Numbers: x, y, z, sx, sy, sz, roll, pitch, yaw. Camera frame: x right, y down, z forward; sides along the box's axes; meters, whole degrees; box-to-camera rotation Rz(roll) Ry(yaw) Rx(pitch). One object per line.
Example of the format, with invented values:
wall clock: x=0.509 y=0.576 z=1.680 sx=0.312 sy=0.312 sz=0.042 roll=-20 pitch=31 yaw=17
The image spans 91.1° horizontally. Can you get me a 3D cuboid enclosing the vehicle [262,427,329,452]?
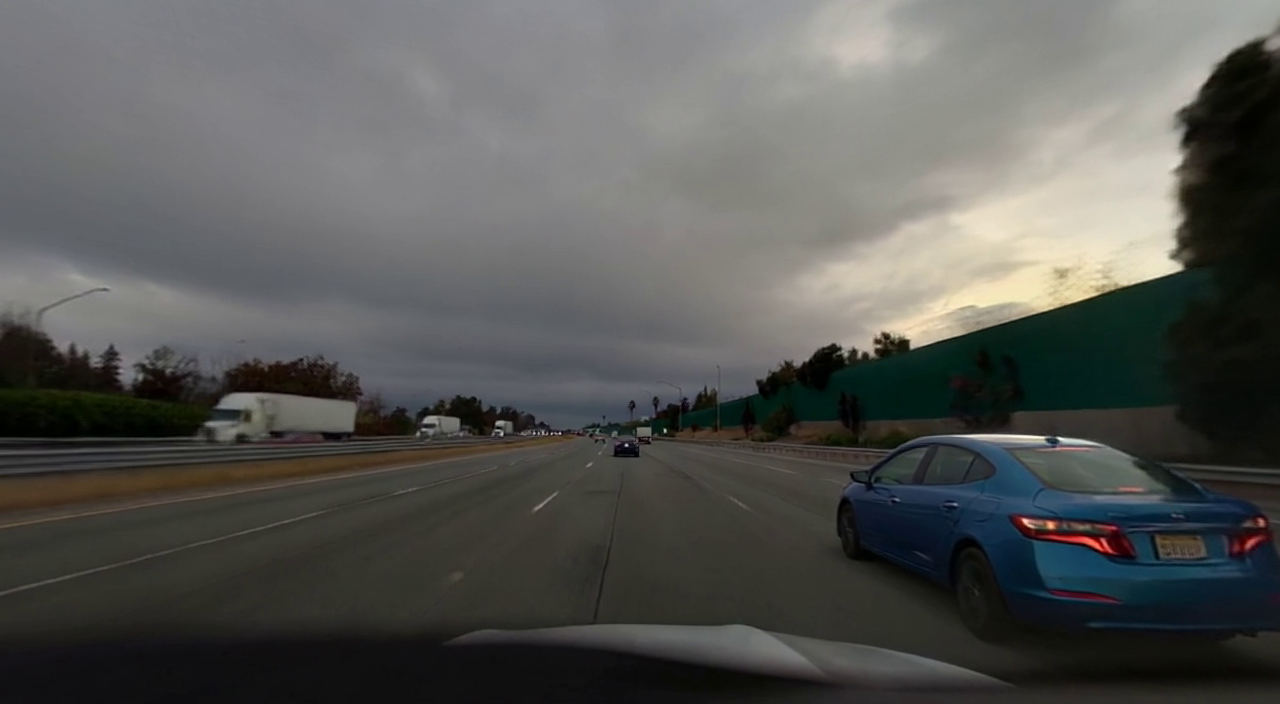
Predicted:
vehicle: x=-22.389 y=5.707 z=41.049 sx=1.910 sy=1.478 sz=4.502 roll=0 pitch=-8 yaw=-1

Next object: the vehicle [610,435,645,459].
vehicle: x=-0.822 y=6.041 z=40.210 sx=2.121 sy=1.445 sz=4.187 roll=0 pitch=-8 yaw=-2

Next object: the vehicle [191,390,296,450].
vehicle: x=-26.257 y=4.613 z=42.023 sx=3.178 sy=3.670 sz=6.015 roll=0 pitch=-8 yaw=-3
